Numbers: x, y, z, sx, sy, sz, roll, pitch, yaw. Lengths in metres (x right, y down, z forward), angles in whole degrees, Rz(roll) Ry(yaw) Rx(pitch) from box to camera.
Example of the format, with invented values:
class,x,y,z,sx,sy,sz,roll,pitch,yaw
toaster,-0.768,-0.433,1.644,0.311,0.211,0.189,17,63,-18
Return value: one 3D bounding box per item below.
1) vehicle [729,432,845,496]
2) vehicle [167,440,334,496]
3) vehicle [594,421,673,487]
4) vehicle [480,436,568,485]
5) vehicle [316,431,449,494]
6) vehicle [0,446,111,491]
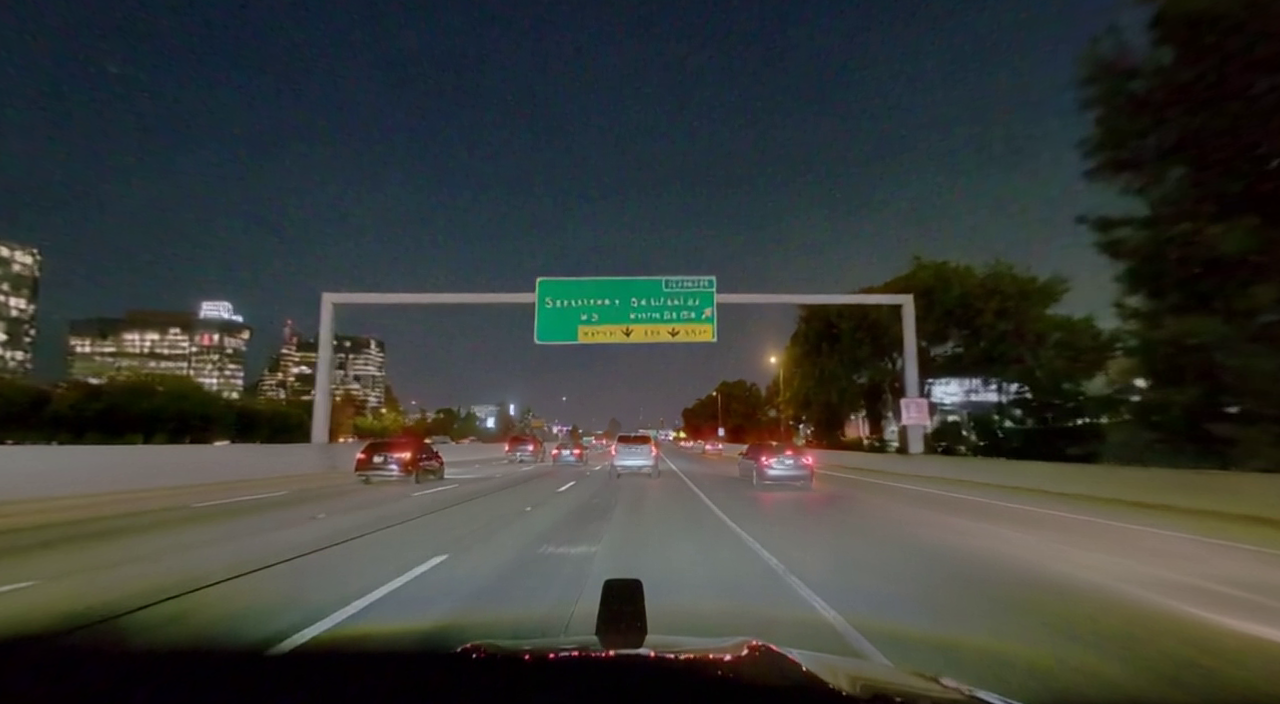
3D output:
class,x,y,z,sx,sy,sz,roll,pitch,yaw
vehicle,3.747,2.943,17.001,1.942,1.487,4.518,0,-8,-1
vehicle,-11.237,3.356,18.692,1.970,1.441,4.555,0,-8,1
vehicle,-0.204,3.222,20.220,2.209,1.863,4.626,0,-8,0
vehicle,-3.859,3.680,21.811,2.079,1.499,4.512,0,-8,1
vehicle,-7.426,3.227,18.747,2.021,1.632,4.417,0,-8,1
vehicle,-21.916,4.133,22.669,1.867,1.443,4.468,0,-8,0
